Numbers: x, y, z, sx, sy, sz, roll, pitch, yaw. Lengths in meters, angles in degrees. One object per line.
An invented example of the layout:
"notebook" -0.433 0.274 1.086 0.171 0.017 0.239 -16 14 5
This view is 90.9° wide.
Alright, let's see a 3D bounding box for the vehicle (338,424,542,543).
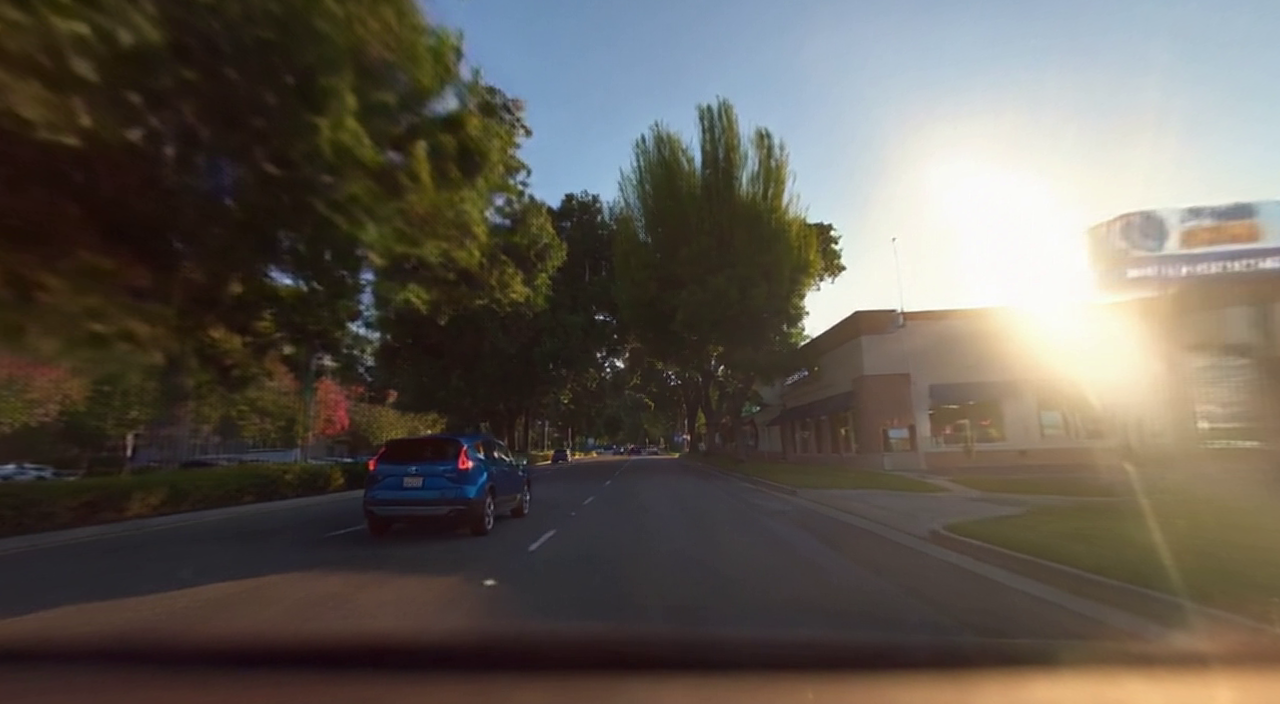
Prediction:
"vehicle" -3.154 2.163 11.028 2.127 1.654 4.121 0 -8 1
